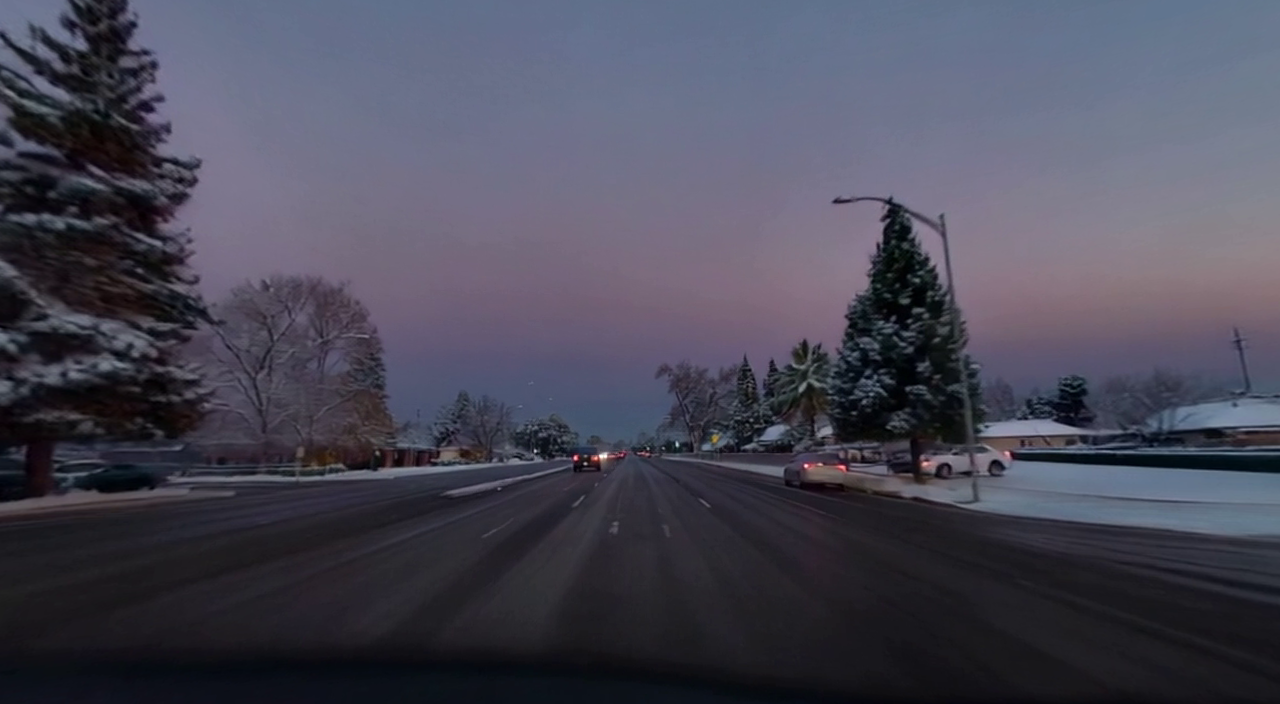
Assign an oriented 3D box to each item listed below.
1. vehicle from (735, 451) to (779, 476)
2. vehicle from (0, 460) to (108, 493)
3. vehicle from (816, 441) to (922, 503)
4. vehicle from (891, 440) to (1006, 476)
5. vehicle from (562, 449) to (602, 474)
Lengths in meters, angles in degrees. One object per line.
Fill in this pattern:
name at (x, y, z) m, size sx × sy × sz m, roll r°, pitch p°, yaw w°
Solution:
vehicle at (7.600, 7.305, 41.506) m, size 1.929 × 1.482 × 4.873 m, roll 0°, pitch -8°, yaw 0°
vehicle at (-30.047, 6.372, 32.546) m, size 1.803 × 1.453 × 4.109 m, roll 0°, pitch -8°, yaw -2°
vehicle at (7.709, 4.093, 21.695) m, size 2.006 × 1.758 × 4.311 m, roll 5°, pitch -10°, yaw 0°
vehicle at (15.469, 5.334, 31.890) m, size 4.748 × 1.608 × 1.929 m, roll -2°, pitch -9°, yaw 1°
vehicle at (-3.693, 7.092, 41.168) m, size 2.263 × 1.548 × 4.555 m, roll 0°, pitch -8°, yaw -1°
